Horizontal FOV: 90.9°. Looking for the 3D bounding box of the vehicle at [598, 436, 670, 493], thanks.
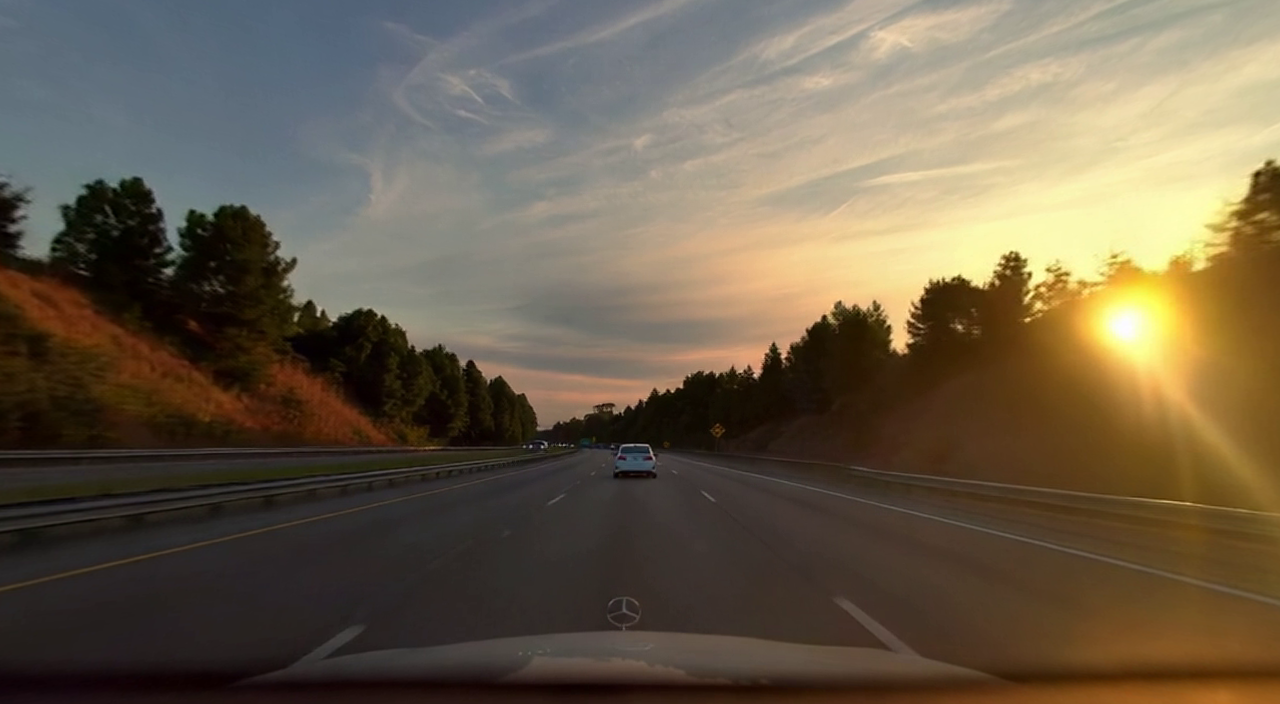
[{"bbox_3d":[-0.187,3.415,19.416,2.011,1.590,3.607,0,-9,-1],"label":"vehicle"}]
